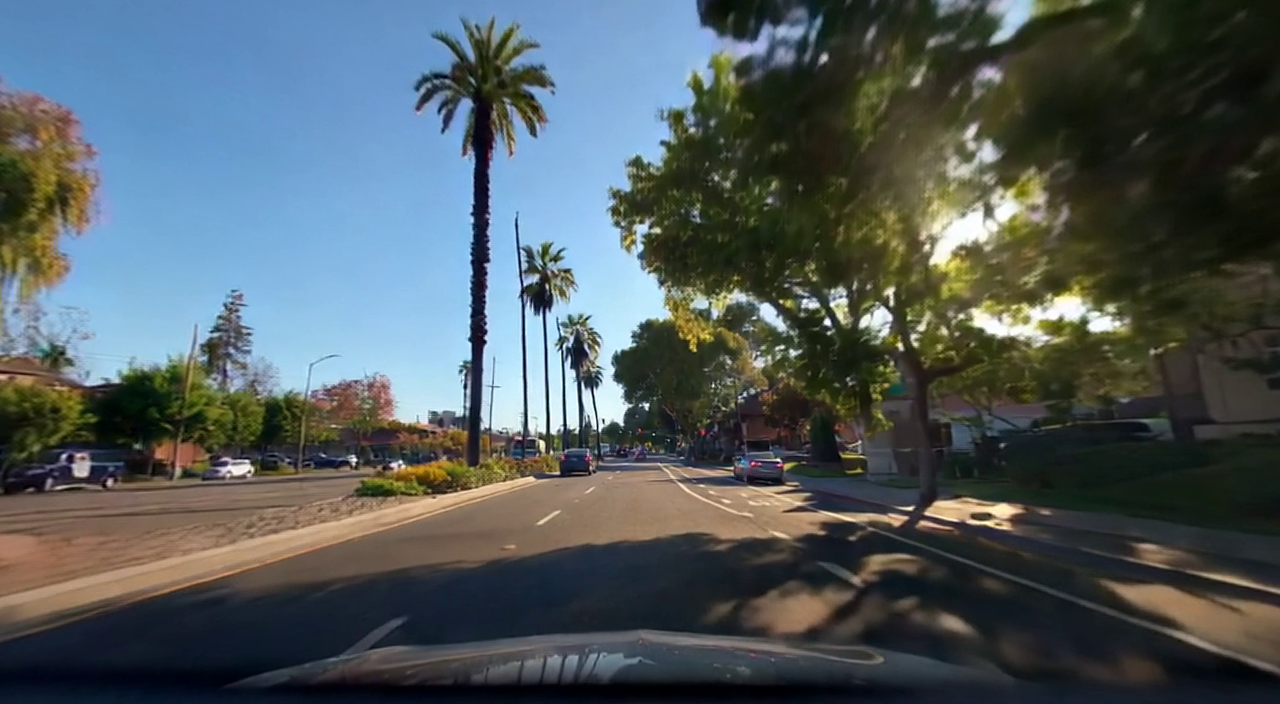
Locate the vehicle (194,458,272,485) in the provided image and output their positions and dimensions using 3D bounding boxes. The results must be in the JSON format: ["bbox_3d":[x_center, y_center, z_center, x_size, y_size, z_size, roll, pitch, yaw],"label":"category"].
[{"bbox_3d":[-25.397,7.450,39.504,1.838,1.516,4.484,0,-9,1],"label":"vehicle"}]

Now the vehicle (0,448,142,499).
[{"bbox_3d":[-25.125,5.207,27.521,2.116,1.947,5.507,0,-9,0],"label":"vehicle"}]

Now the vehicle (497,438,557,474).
[{"bbox_3d":[-6.825,6.407,38.915,2.457,2.010,6.330,0,-9,1],"label":"vehicle"}]

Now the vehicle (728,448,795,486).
[{"bbox_3d":[5.195,4.985,27.500,1.994,1.507,4.173,0,-9,-2],"label":"vehicle"}]

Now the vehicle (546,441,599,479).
[{"bbox_3d":[-3.393,5.572,32.600,2.116,1.806,4.516,0,-9,2],"label":"vehicle"}]
